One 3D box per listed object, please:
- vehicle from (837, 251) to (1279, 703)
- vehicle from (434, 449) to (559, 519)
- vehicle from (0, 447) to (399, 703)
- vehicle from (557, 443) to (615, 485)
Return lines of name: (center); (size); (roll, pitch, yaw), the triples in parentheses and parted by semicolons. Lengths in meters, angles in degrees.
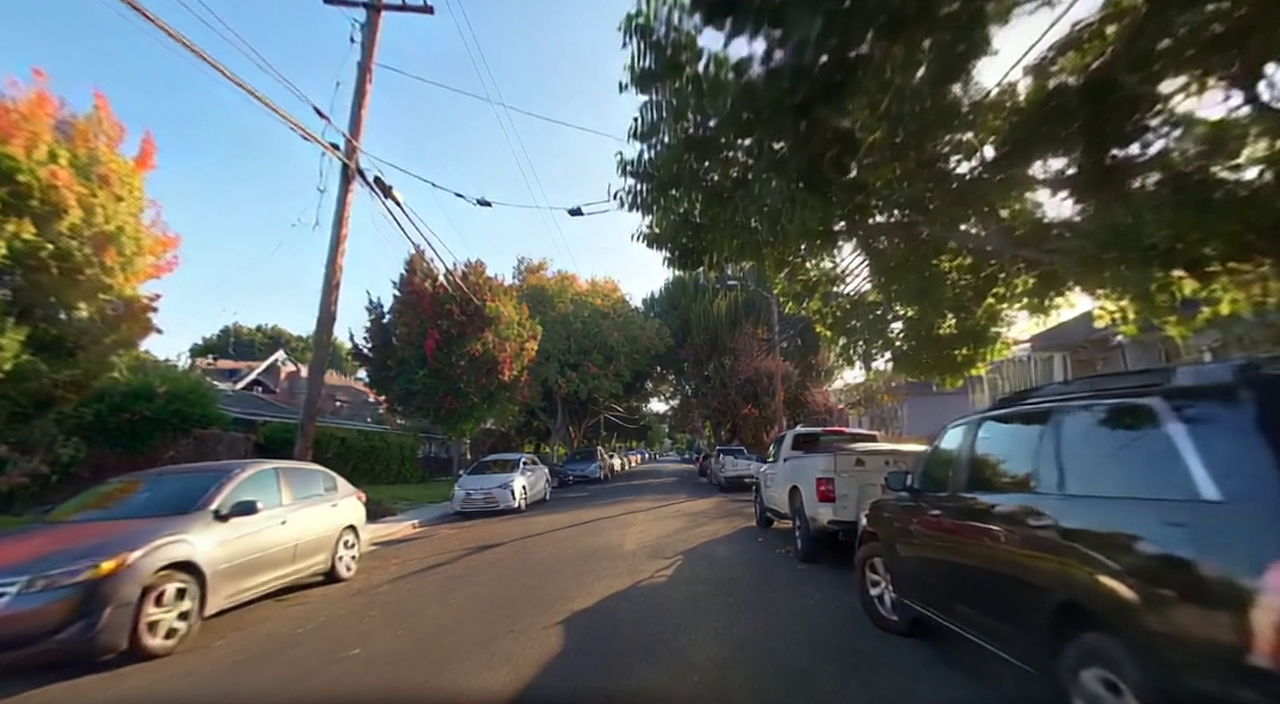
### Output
vehicle: (2.672, 0.958, 3.323); (1.992, 1.853, 4.704); (-1, -9, 4)
vehicle: (-3.580, 3.384, 16.781); (1.988, 1.541, 4.686); (-1, -9, 3)
vehicle: (-4.225, 1.687, 6.067); (1.796, 1.532, 4.244); (-1, -9, 6)
vehicle: (-2.638, 5.618, 32.165); (2.280, 1.953, 5.092); (-1, -9, 3)
